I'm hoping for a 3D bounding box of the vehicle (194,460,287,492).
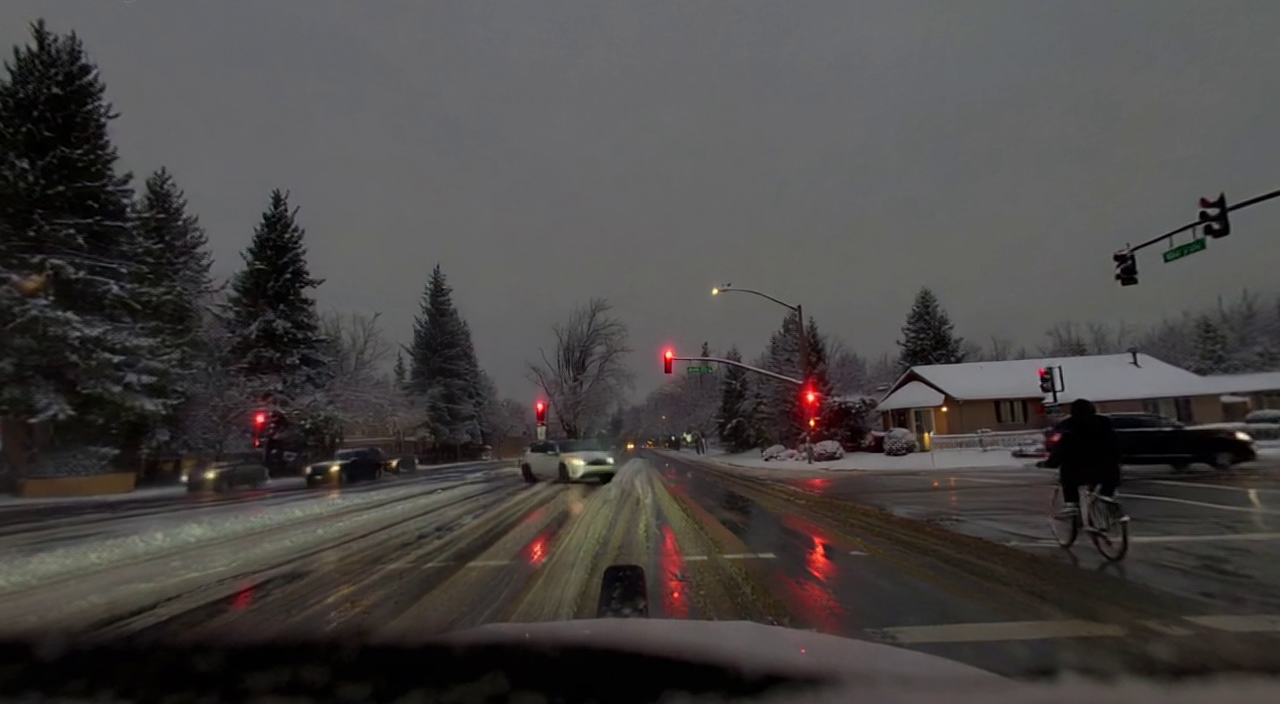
[{"bbox_3d":[-20.860,6.457,33.178,1.872,1.455,4.576,0,-9,0],"label":"vehicle"}]

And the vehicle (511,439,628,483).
[{"bbox_3d":[-2.793,4.134,24.122,2.017,1.496,4.749,7,-12,-41],"label":"vehicle"}]

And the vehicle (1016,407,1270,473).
[{"bbox_3d":[14.185,2.554,18.132,5.188,1.731,2.191,-1,-9,7],"label":"vehicle"}]

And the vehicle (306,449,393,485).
[{"bbox_3d":[-13.564,5.376,29.746,1.973,1.511,4.299,0,-9,1],"label":"vehicle"}]
